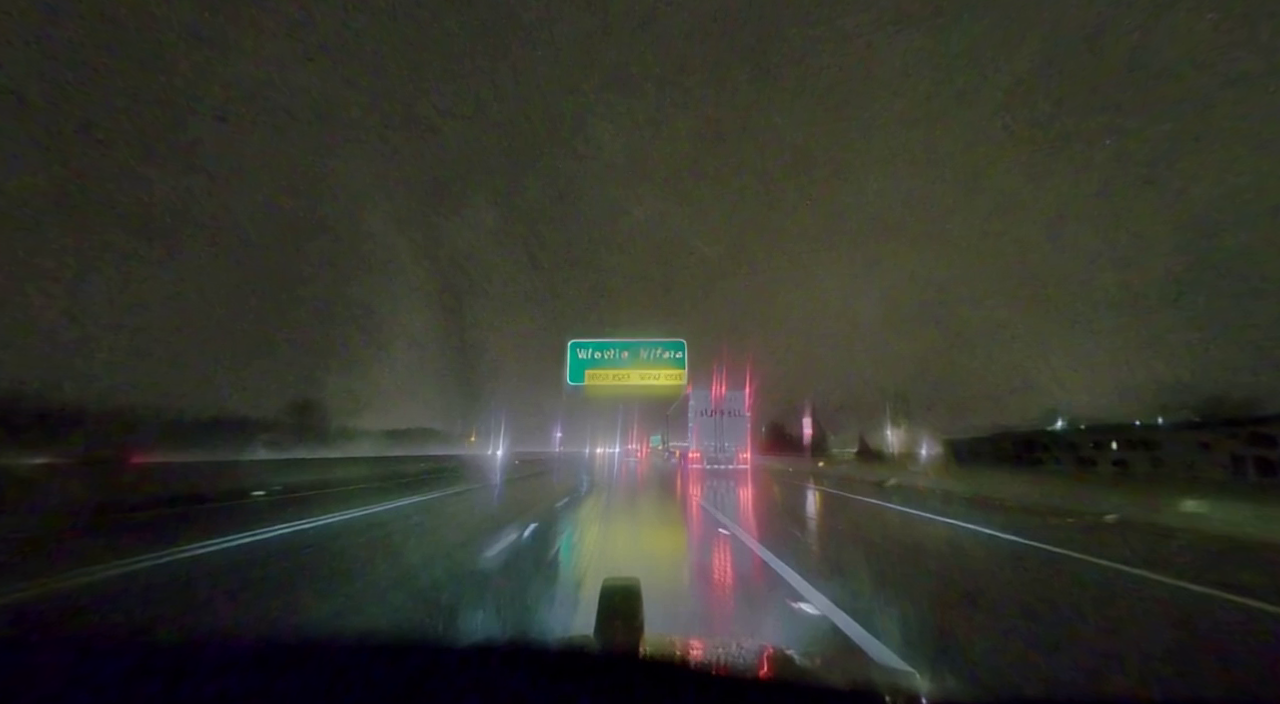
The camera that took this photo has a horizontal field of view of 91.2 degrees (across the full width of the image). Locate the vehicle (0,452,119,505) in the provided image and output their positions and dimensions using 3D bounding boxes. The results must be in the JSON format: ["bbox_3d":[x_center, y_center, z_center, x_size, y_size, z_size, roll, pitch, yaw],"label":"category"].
[{"bbox_3d":[-19.070,3.876,19.623,1.807,1.478,4.323,0,-9,-1],"label":"vehicle"}]

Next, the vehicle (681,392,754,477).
[{"bbox_3d":[3.959,4.575,34.154,2.869,4.013,8.610,0,-9,0],"label":"vehicle"}]
